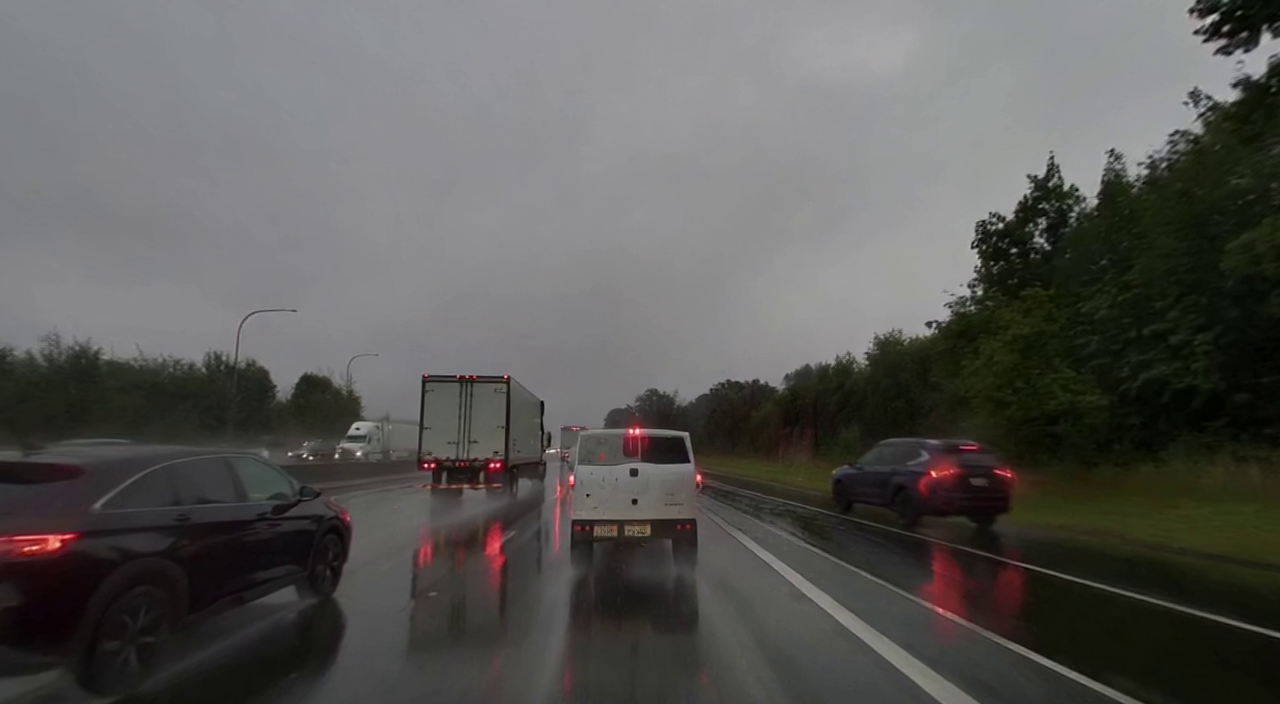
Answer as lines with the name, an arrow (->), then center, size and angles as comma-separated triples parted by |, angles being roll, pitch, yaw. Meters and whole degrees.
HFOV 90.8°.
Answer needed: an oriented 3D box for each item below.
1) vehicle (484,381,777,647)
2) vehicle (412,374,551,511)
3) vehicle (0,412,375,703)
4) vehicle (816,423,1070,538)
vehicle -> -0.098, 1.363, 6.096 | 1.995, 1.798, 3.380 | 0, -9, -1
vehicle -> -3.990, 2.511, 17.438 | 2.302, 3.034, 6.668 | 0, -9, -2
vehicle -> -3.942, 1.320, 4.707 | 1.986, 1.501, 4.407 | -1, -9, 0
vehicle -> 5.537, 2.419, 12.536 | 2.182, 1.781, 4.875 | 1, -9, -7
